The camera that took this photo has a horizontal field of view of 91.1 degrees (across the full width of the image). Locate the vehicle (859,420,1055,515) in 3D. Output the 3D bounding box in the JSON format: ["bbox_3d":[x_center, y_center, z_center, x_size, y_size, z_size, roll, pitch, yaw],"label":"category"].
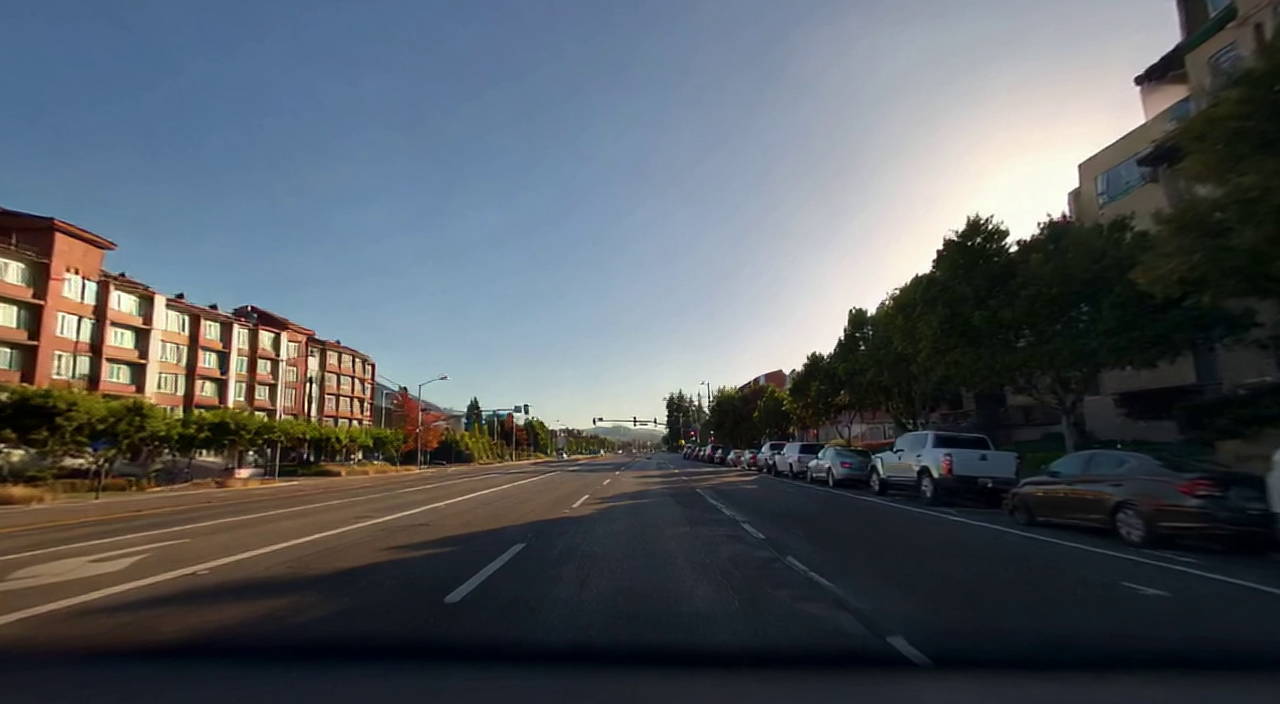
[{"bbox_3d":[6.851,2.563,14.347,1.983,1.772,4.833,0,-9,1],"label":"vehicle"}]

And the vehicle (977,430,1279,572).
[{"bbox_3d":[6.863,1.928,8.956,1.816,1.502,4.363,0,-9,2],"label":"vehicle"}]

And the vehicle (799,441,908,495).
[{"bbox_3d":[6.746,3.716,20.488,2.020,1.520,4.876,0,-9,3],"label":"vehicle"}]
